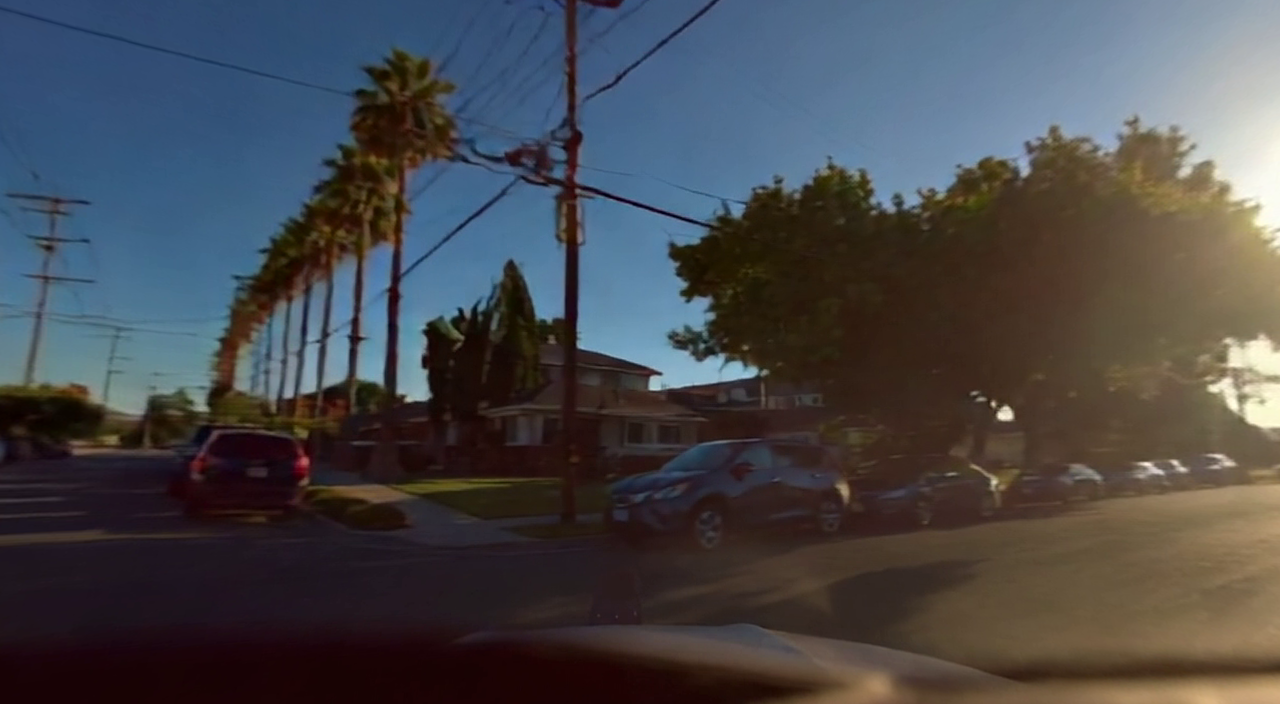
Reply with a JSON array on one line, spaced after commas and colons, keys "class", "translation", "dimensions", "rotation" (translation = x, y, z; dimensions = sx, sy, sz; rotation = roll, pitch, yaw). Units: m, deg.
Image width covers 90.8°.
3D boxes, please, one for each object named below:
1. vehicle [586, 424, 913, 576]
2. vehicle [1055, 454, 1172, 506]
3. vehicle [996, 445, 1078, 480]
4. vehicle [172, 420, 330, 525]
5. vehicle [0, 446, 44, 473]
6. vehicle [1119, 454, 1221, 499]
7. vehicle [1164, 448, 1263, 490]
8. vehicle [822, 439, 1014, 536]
[{"class": "vehicle", "translation": [2.183, 2.335, 11.391], "dimensions": [5.971, 1.967, 2.385], "rotation": [4, -9, -39]}, {"class": "vehicle", "translation": [16.509, 4.352, 21.958], "dimensions": [4.626, 1.523, 1.897], "rotation": [6, -10, -36]}, {"class": "vehicle", "translation": [23.132, 6.350, 36.712], "dimensions": [5.443, 1.836, 2.232], "rotation": [6, -10, -38]}, {"class": "vehicle", "translation": [-9.197, 2.607, 14.630], "dimensions": [2.505, 1.895, 5.805], "rotation": [6, -10, -36]}, {"class": "vehicle", "translation": [-42.185, 7.210, 42.493], "dimensions": [2.370, 1.685, 3.679], "rotation": [6, -9, -35]}, {"class": "vehicle", "translation": [21.494, 4.950, 25.538], "dimensions": [4.761, 1.553, 2.039], "rotation": [6, -10, -37]}, {"class": "vehicle", "translation": [26.555, 5.371, 29.209], "dimensions": [5.191, 1.746, 1.985], "rotation": [6, -12, -33]}, {"class": "vehicle", "translation": [6.585, 3.010, 14.828], "dimensions": [4.436, 1.756, 2.150], "rotation": [4, -7, -37]}]
